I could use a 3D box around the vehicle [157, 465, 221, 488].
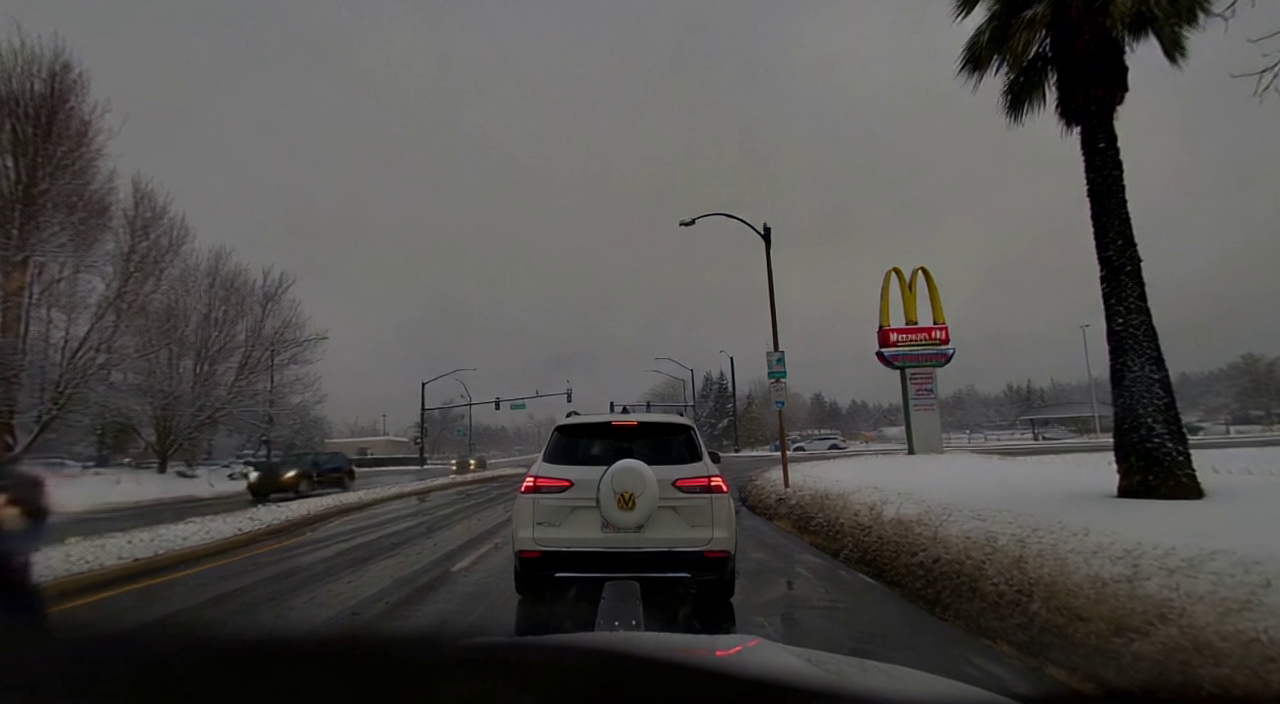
[{"bbox_3d":[-33.441,9.217,46.936,1.792,1.439,3.952,0,-9,1],"label":"vehicle"}]

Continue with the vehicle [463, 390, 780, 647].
[{"bbox_3d":[-0.142,1.419,6.326,2.137,1.728,3.926,0,-9,-1],"label":"vehicle"}]

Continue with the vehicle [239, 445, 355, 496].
[{"bbox_3d":[-13.516,4.659,25.336,2.029,1.820,4.915,0,-9,-2],"label":"vehicle"}]
